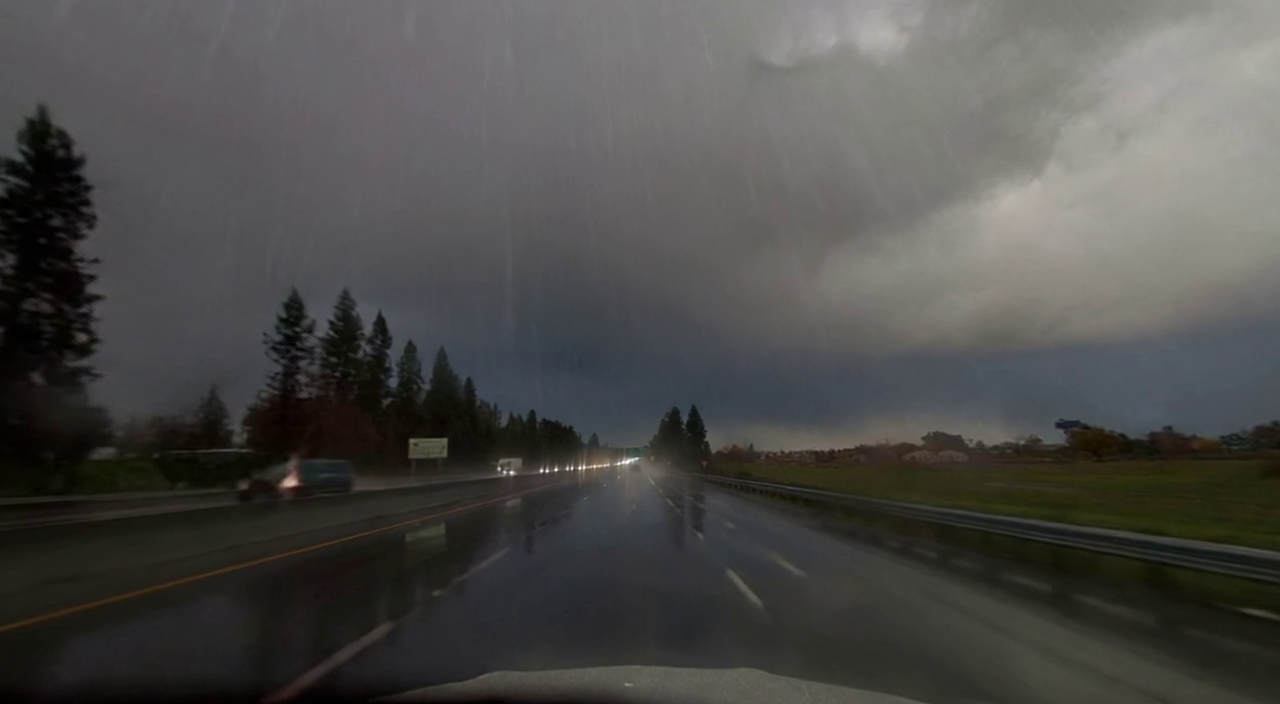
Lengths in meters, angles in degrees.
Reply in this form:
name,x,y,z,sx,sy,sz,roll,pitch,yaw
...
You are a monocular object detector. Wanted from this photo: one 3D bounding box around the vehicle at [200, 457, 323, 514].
name,x,y,z,sx,sy,sz,roll,pitch,yaw
vehicle,-12.314,4.370,20.822,1.680,1.675,3.717,1,-11,0
